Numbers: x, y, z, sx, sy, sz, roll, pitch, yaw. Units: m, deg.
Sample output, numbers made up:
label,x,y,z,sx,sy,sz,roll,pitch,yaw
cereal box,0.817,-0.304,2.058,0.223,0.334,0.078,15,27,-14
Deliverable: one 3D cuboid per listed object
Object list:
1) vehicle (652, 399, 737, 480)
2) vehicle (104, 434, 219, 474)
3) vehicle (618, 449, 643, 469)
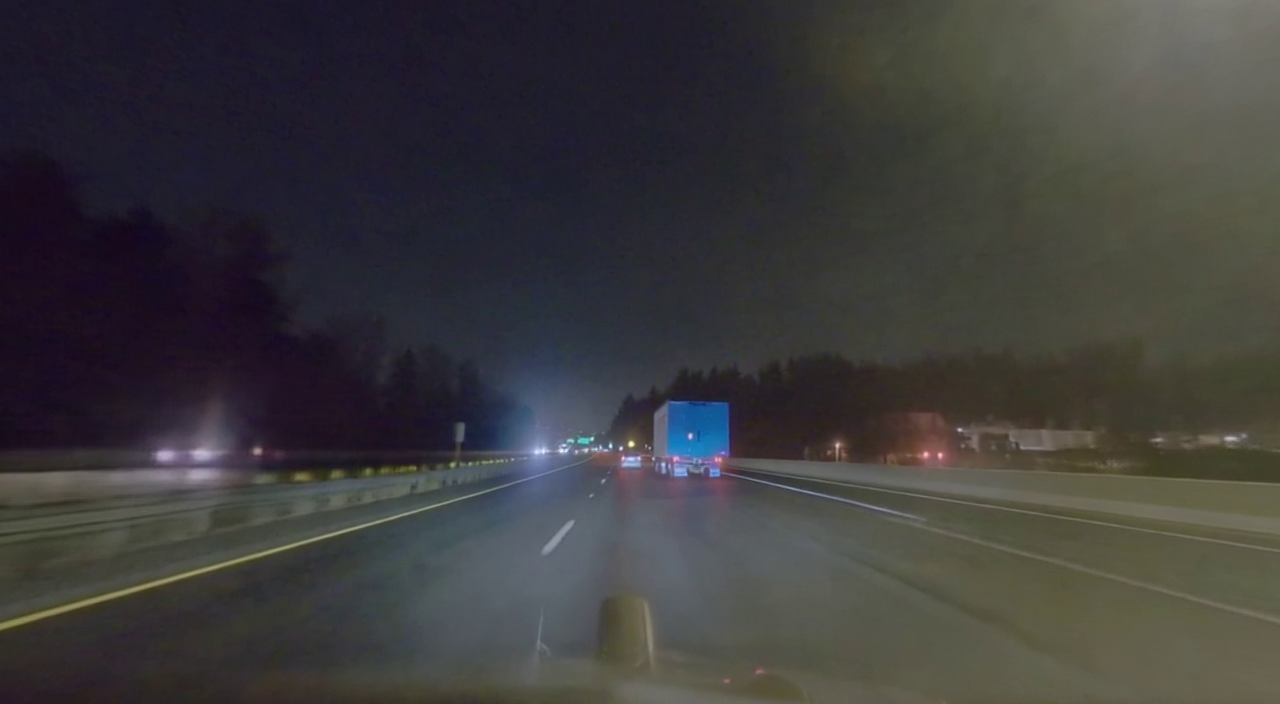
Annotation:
label,x,y,z,sx,sy,sz,roll,pitch,yaw
vehicle,2.966,5.775,40.836,3.462,4.177,16.311,0,-9,-2
vehicle,-19.156,4.111,25.484,1.738,1.468,3.650,0,-9,0
vehicle,-0.724,8.194,48.500,1.898,1.438,4.053,0,-9,-1
